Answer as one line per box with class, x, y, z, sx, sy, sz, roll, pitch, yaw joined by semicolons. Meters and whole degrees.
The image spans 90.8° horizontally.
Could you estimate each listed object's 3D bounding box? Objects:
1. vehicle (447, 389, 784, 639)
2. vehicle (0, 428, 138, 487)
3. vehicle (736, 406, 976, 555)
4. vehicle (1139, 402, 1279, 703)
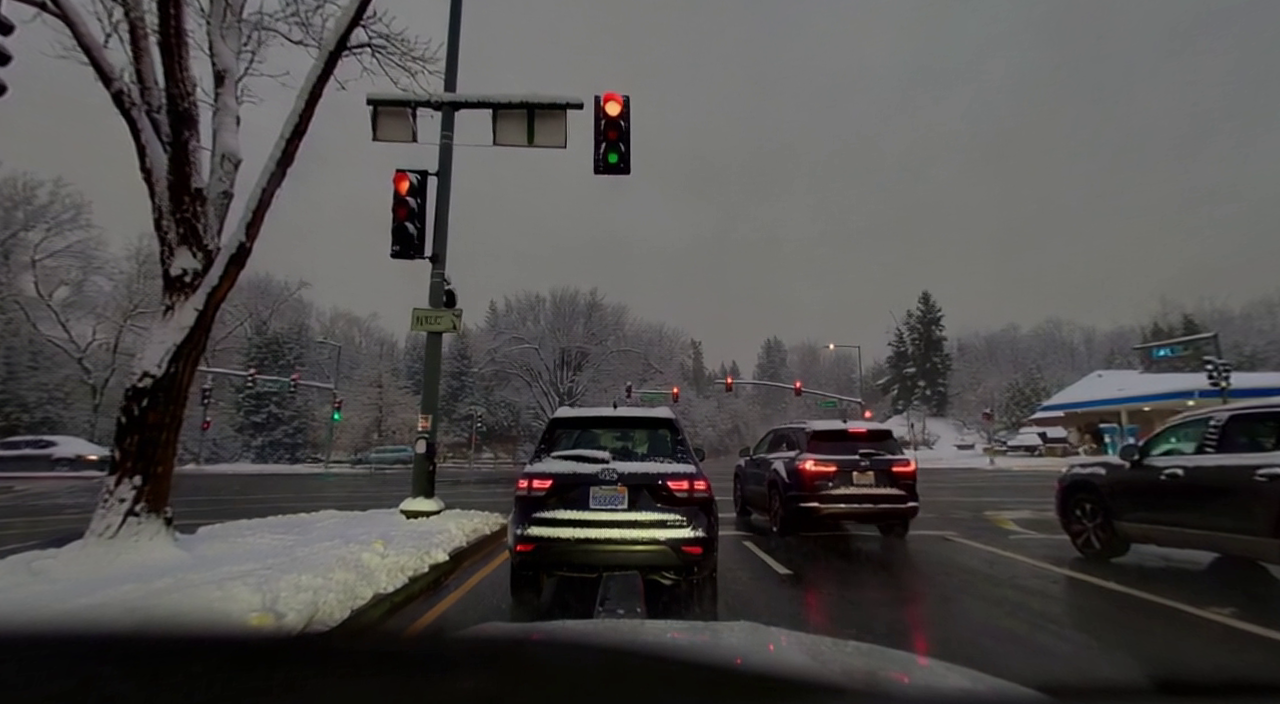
vehicle;-0.190;1.479;6.813;2.351;1.733;4.616;0;-9;0
vehicle;-28.960;5.147;30.955;6.772;2.769;2.305;-1;-9;3
vehicle;2.971;1.890;9.943;2.060;1.783;4.411;0;-9;-2
vehicle;3.048;0.627;0.256;1.965;1.460;4.581;0;-9;1
